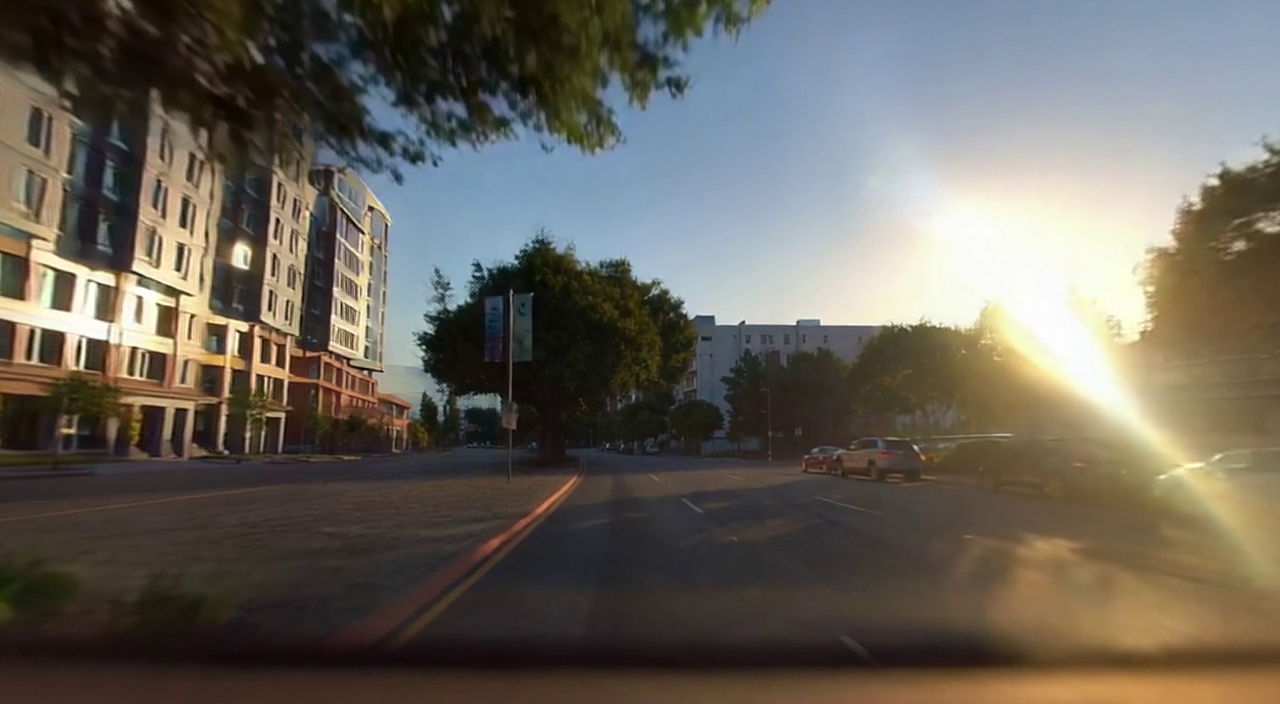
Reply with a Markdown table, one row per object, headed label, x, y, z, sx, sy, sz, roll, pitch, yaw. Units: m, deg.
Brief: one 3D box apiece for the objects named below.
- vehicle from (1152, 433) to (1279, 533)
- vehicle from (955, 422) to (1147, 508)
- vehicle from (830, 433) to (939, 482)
| label | x | y | z | sx | sy | sz | roll | pitch | yaw |
| --- | --- | --- | --- | --- | --- | --- | --- | --- | --- |
| vehicle | 10.925 | 2.061 | 9.964 | 1.885 | 1.545 | 4.377 | 0 | -9 | -2 |
| vehicle | 10.780 | 2.988 | 17.123 | 1.916 | 1.889 | 4.675 | 4 | -9 | -3 |
| vehicle | 9.959 | 4.346 | 26.325 | 2.211 | 1.831 | 5.275 | 0 | -9 | -2 |
